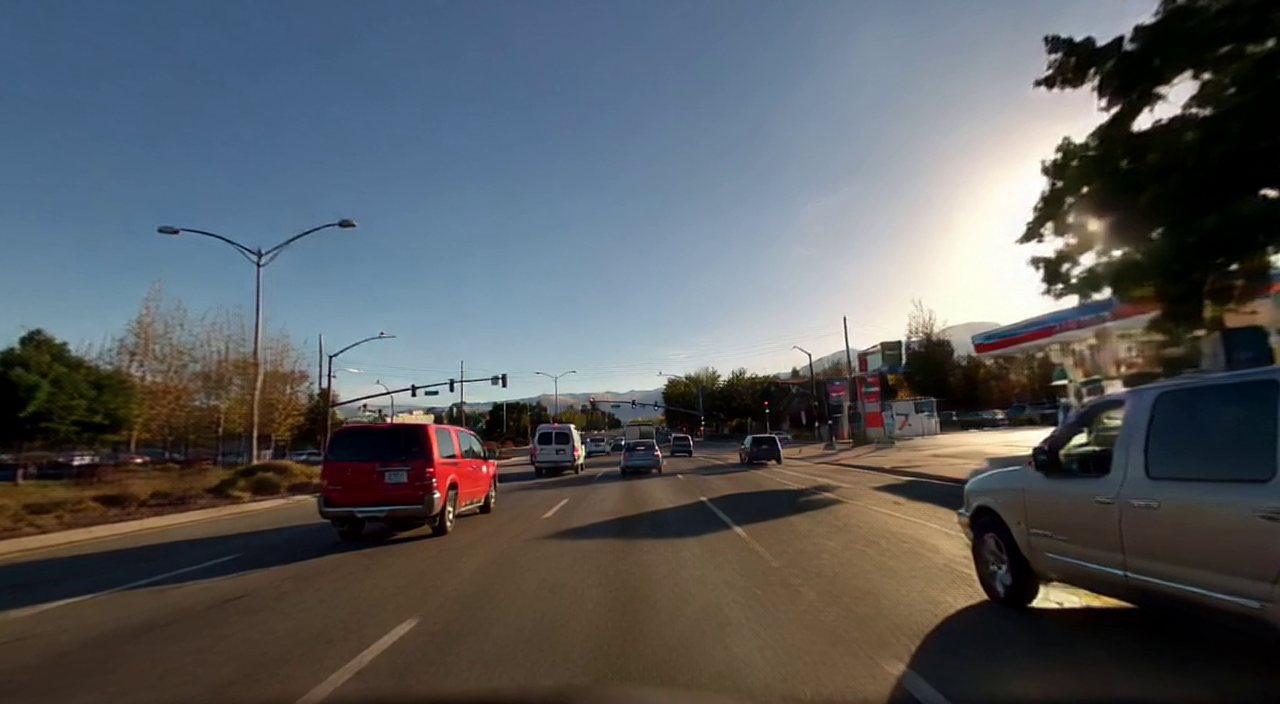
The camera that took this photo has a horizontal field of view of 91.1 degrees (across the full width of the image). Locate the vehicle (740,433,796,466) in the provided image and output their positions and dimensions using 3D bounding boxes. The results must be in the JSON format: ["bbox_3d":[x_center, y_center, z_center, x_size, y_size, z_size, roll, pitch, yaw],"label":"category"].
[{"bbox_3d":[6.935,5.328,34.469,2.119,1.696,4.623,0,-8,1],"label":"vehicle"}]

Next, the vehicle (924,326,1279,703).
[{"bbox_3d":[3.751,0.939,3.621,2.055,1.786,4.817,0,-8,1],"label":"vehicle"}]

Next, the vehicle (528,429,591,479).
[{"bbox_3d":[-3.386,4.392,27.299,2.025,1.936,4.995,0,-9,1],"label":"vehicle"}]

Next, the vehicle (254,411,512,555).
[{"bbox_3d":[-3.680,1.989,10.323,2.002,1.747,5.173,0,-8,0],"label":"vehicle"}]

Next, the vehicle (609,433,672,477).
[{"bbox_3d":[0.021,4.410,27.145,2.426,1.703,5.602,0,-8,0],"label":"vehicle"}]

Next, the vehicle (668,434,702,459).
[{"bbox_3d":[3.362,7.218,48.072,2.193,1.795,5.130,0,-8,-1],"label":"vehicle"}]
